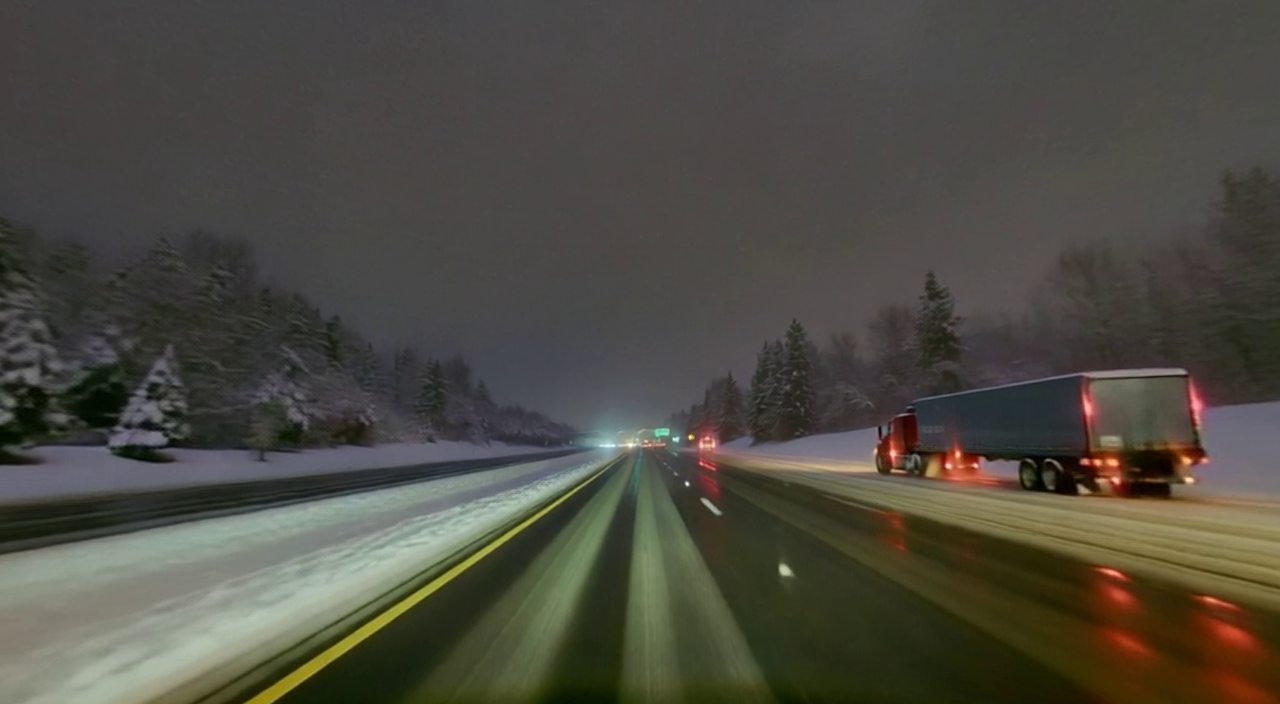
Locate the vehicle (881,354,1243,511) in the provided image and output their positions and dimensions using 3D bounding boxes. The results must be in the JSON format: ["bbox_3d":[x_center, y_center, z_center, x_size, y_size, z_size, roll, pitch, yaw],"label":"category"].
[{"bbox_3d":[10.755,2.435,18.499,2.960,3.207,10.950,0,-8,-1],"label":"vehicle"}]
